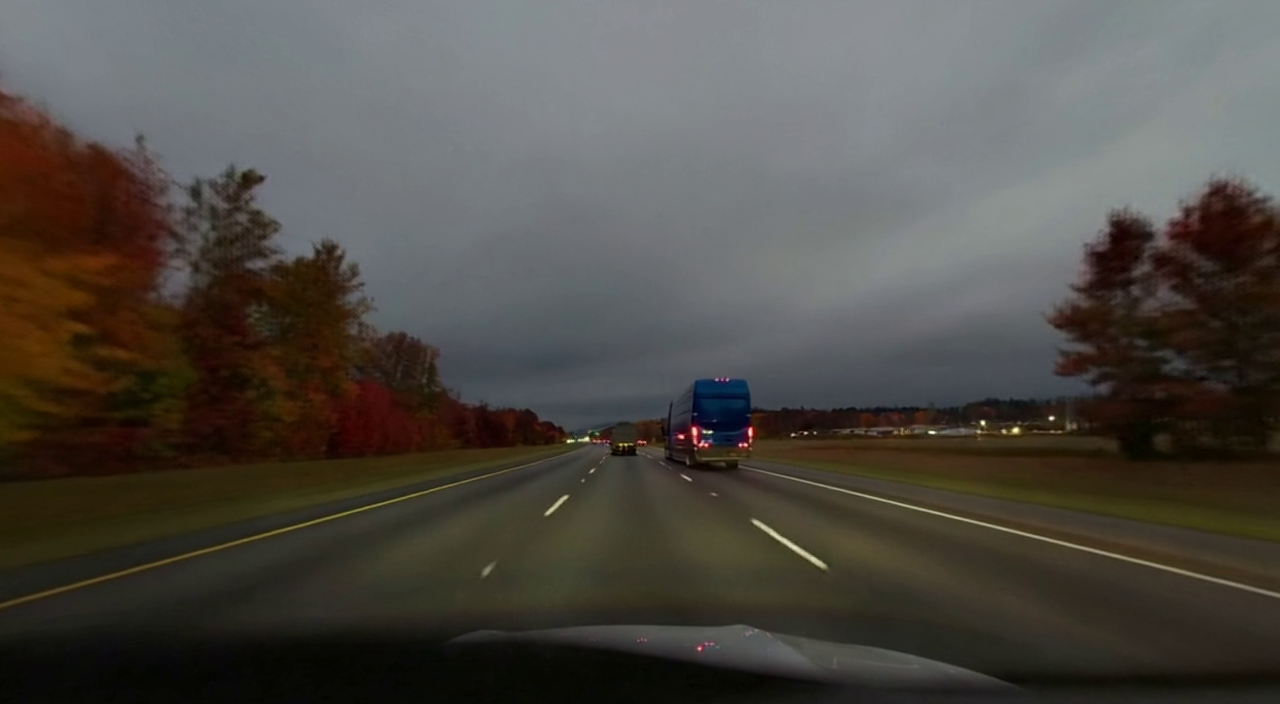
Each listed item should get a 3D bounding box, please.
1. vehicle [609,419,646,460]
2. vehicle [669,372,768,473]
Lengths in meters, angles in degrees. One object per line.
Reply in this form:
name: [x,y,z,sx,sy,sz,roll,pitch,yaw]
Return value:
vehicle: [-0.860,6.100,43.877,2.389,2.637,5.437,0,-8,-1]
vehicle: [3.466,3.745,32.172,3.128,4.087,13.351,0,-8,-1]
